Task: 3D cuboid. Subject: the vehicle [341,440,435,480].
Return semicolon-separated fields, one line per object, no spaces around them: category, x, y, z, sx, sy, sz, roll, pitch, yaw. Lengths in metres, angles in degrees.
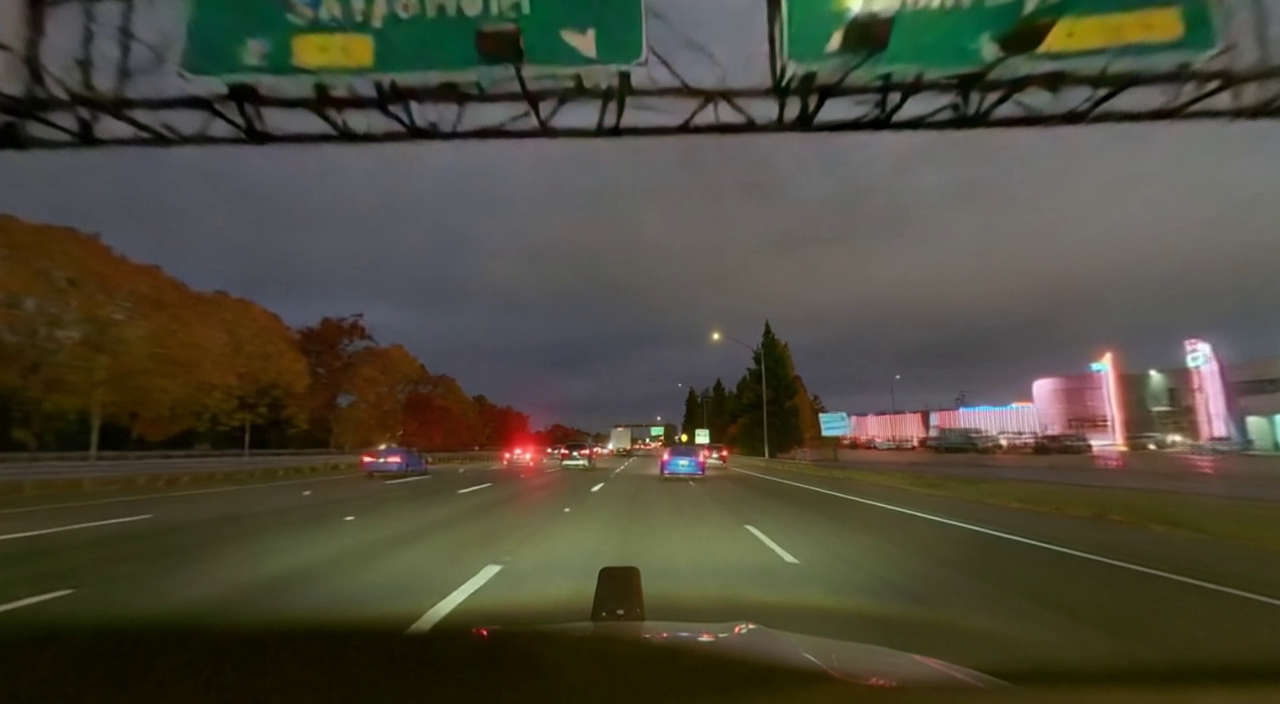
vehicle;-10.677;4.601;27.112;2.006;1.509;4.634;0;-9;1

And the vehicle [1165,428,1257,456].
vehicle;38.213;6.020;42.212;4.187;1.609;1.944;-3;-7;0

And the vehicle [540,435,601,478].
vehicle;-3.000;4.653;28.223;2.111;1.742;4.315;0;-9;1

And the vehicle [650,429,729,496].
vehicle;1.390;3.307;19.111;2.101;1.742;4.495;0;-9;1

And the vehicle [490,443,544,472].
vehicle;-6.875;5.932;35.734;2.057;1.496;4.661;0;-9;1
